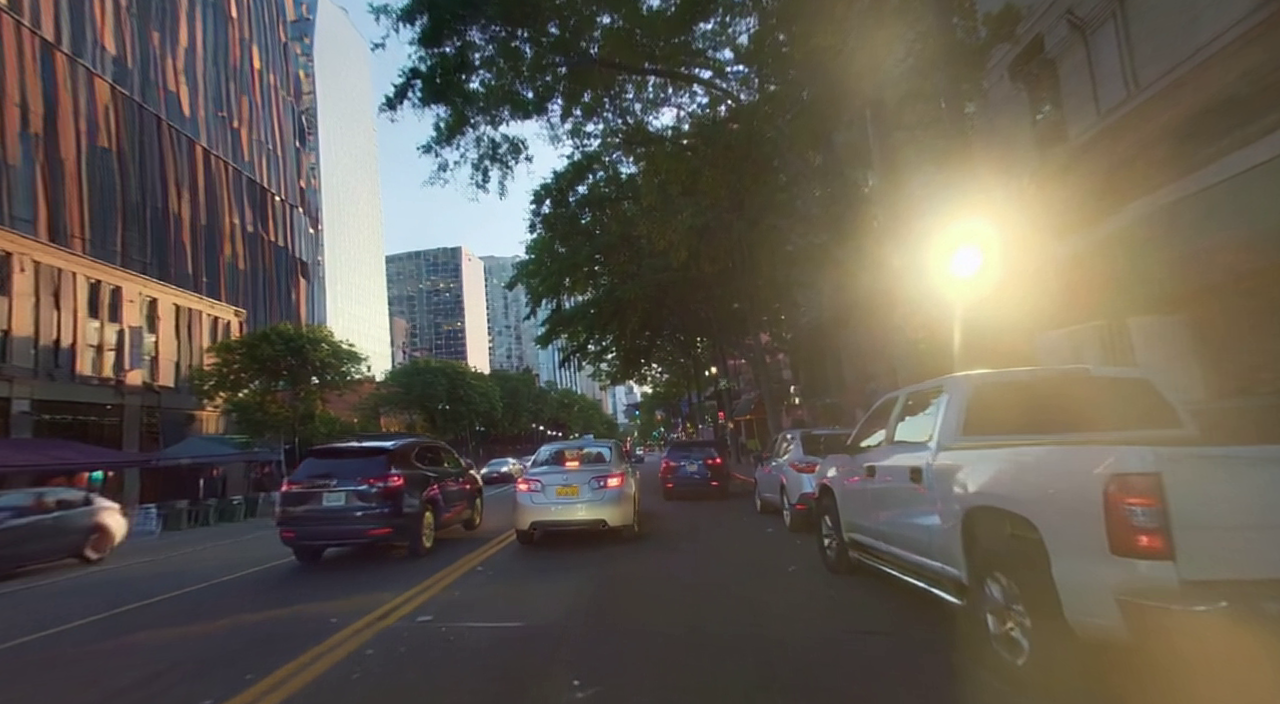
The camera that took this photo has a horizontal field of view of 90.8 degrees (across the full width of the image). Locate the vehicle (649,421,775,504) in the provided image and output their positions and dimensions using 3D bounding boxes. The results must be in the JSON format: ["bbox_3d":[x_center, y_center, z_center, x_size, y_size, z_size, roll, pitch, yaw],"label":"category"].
[{"bbox_3d":[2.189,3.034,17.720,2.352,1.953,4.798,-3,-9,21],"label":"vehicle"}]

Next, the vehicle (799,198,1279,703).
[{"bbox_3d":[2.988,0.908,4.535,2.225,2.070,5.264,0,-9,-1],"label":"vehicle"}]

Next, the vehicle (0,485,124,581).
[{"bbox_3d":[-12.400,3.358,11.592,2.071,1.505,4.479,0,-9,0],"label":"vehicle"}]

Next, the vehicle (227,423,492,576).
[{"bbox_3d":[-3.937,2.131,10.007,2.000,1.818,4.668,0,-9,1],"label":"vehicle"}]

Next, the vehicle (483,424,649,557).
[{"bbox_3d":[-0.914,2.065,10.066,2.076,1.667,3.948,0,-8,1],"label":"vehicle"}]
